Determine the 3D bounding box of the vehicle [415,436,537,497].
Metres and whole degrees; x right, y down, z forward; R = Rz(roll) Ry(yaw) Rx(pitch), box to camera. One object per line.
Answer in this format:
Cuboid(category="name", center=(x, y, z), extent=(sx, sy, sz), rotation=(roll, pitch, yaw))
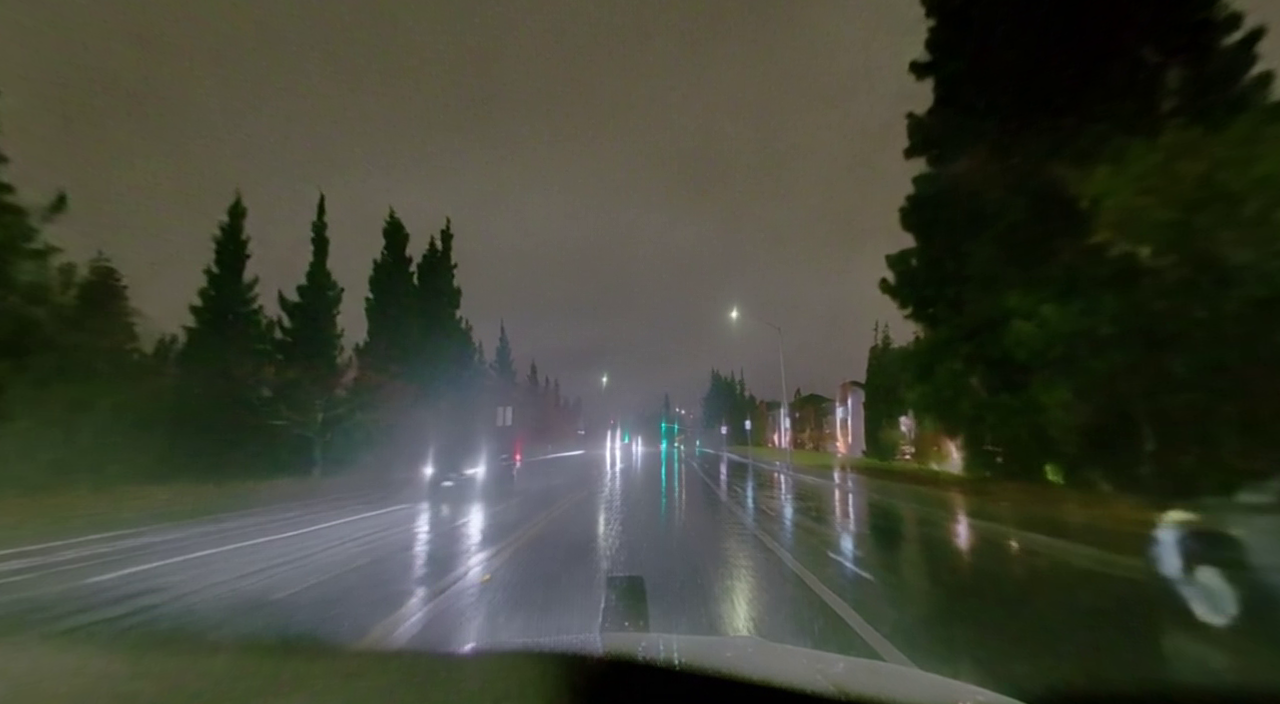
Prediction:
Cuboid(category="vehicle", center=(-4.565, 3.265, 18.361), extent=(2.192, 1.533, 4.341), rotation=(0, -8, 3))
